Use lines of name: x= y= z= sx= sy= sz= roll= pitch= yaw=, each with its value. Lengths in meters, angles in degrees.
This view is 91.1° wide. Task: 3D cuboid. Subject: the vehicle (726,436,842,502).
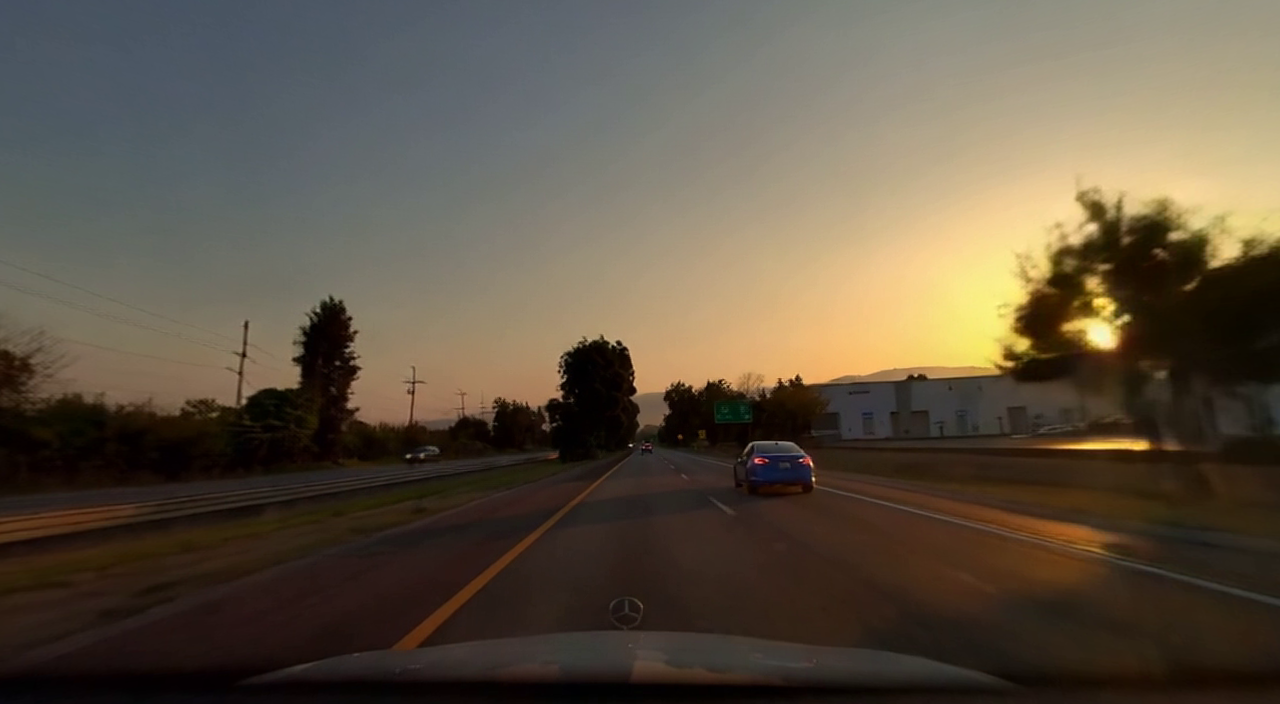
vehicle: x=3.631 y=3.038 z=16.692 sx=2.079 sy=1.531 sz=3.997 roll=0 pitch=-8 yaw=-1
